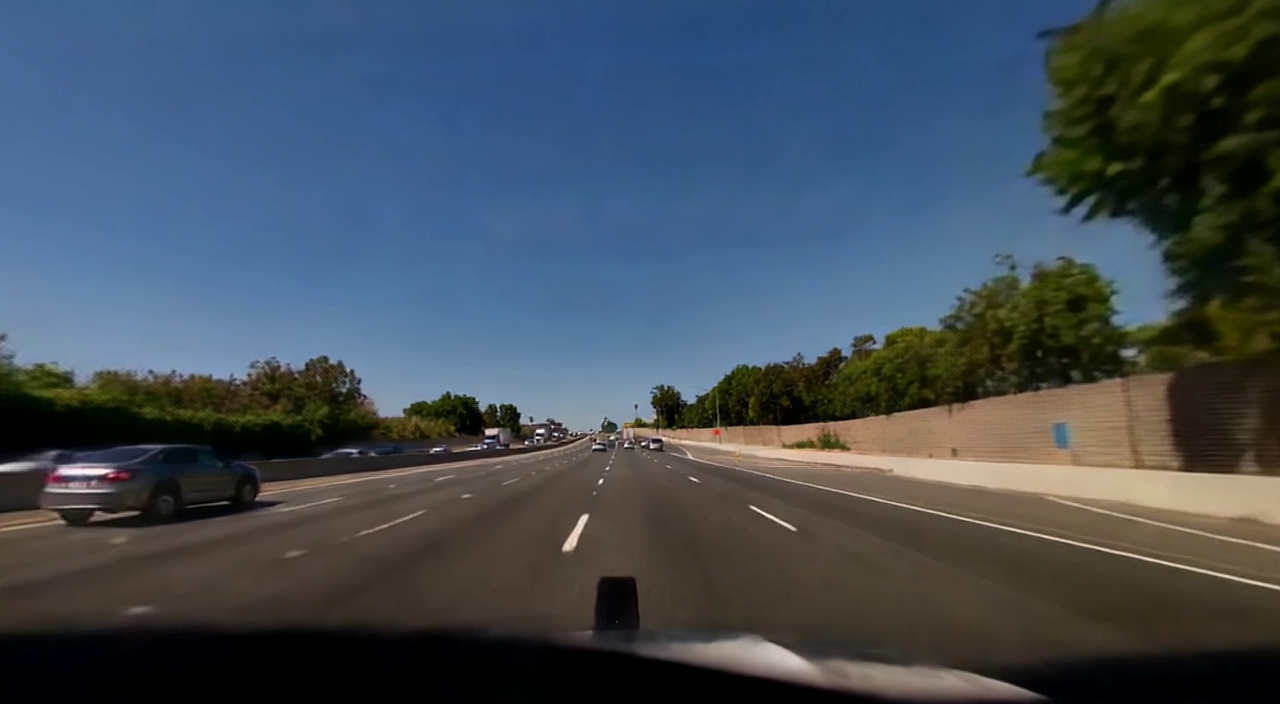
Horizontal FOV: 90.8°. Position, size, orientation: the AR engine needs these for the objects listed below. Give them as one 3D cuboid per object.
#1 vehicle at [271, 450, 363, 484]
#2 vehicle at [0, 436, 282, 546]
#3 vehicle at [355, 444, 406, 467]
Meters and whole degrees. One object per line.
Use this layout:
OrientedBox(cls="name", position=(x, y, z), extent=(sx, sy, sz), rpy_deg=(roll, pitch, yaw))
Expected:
OrientedBox(cls="vehicle", position=(-15.102, 5.362, 29.854), extent=(2.106, 1.449, 4.299), rpy_deg=(0, -9, -1))
OrientedBox(cls="vehicle", position=(-8.606, 2.274, 11.044), extent=(2.060, 1.507, 4.494), rpy_deg=(0, -9, -1))
OrientedBox(cls="vehicle", position=(-19.424, 7.769, 47.439), extent=(2.003, 1.631, 4.445), rpy_deg=(0, -9, -1))
